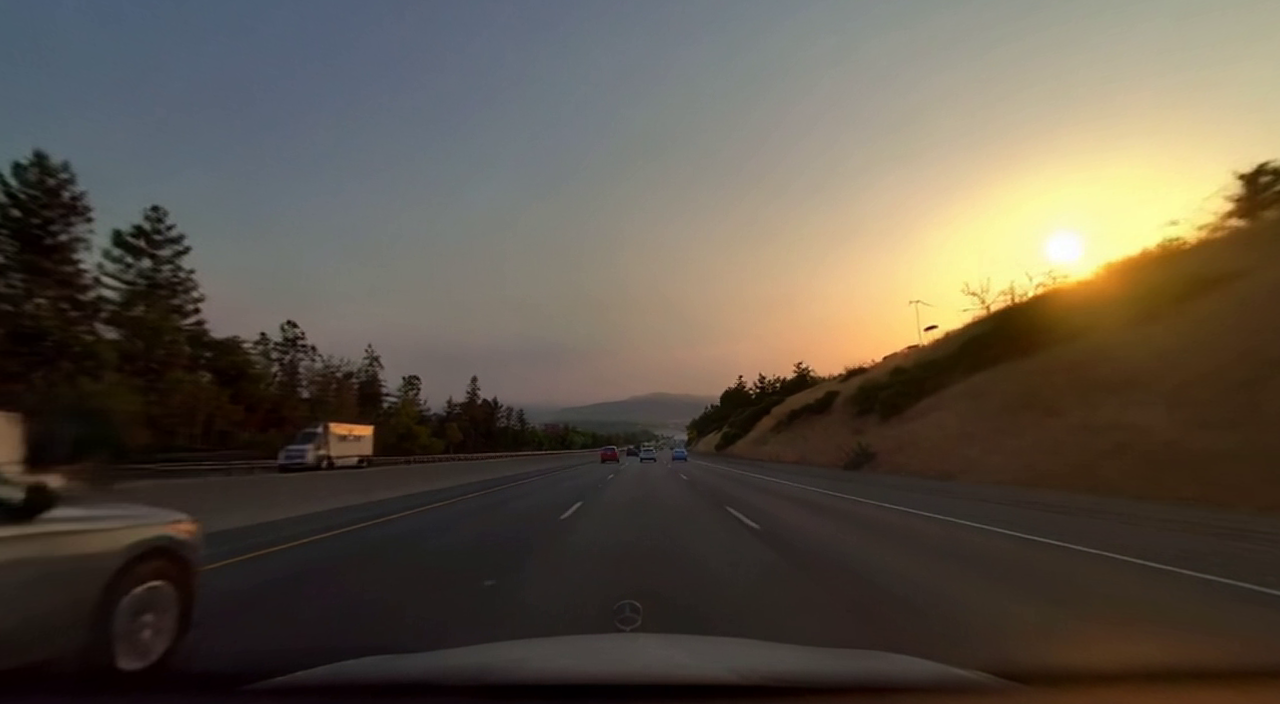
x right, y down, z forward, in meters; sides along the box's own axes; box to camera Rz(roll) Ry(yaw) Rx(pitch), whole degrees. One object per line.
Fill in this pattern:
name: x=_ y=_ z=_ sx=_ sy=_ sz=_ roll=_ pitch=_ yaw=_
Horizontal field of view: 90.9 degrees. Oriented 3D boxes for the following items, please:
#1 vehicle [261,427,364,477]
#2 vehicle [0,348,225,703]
vehicle: x=-19.593 y=6.065 z=38.274 sx=2.287 sy=2.698 sz=7.092 roll=0 pitch=-9 yaw=1
vehicle: x=-3.351 y=0.679 z=1.266 sx=2.043 sy=1.689 sz=4.314 roll=0 pitch=-9 yaw=0
